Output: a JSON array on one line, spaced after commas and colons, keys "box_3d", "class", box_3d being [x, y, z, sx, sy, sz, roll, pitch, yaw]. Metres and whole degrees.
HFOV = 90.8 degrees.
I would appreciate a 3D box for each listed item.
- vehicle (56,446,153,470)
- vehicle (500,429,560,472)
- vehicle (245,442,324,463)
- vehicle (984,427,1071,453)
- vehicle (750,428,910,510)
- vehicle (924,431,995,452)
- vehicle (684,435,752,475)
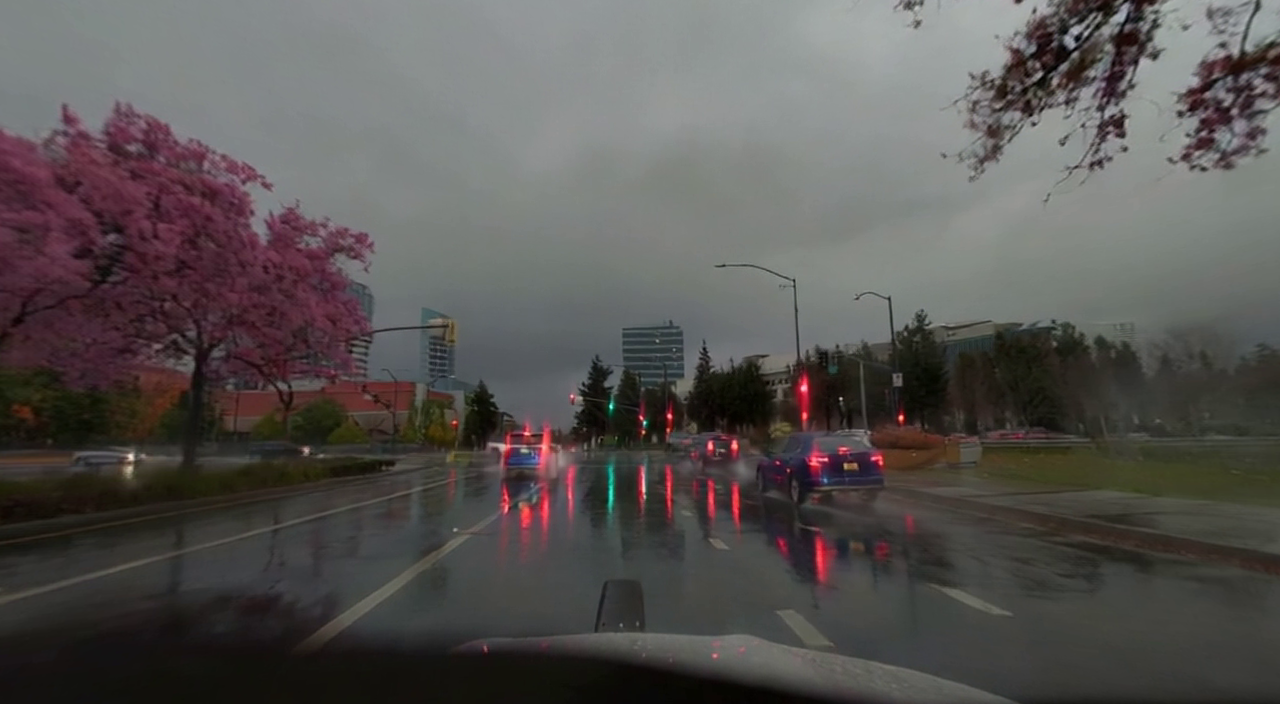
[{"box_3d": [-35.160, 6.938, 41.563, 4.526, 1.452, 1.920, 0, -8, -3], "class": "vehicle"}, {"box_3d": [-4.797, 4.363, 28.153, 1.995, 1.703, 4.367, 0, -8, -2], "class": "vehicle"}, {"box_3d": [-25.490, 7.187, 45.438, 4.549, 1.439, 1.794, 0, -8, -3], "class": "vehicle"}, {"box_3d": [25.350, 5.786, 41.424, 4.520, 1.640, 1.825, 0, -8, -3], "class": "vehicle"}, {"box_3d": [3.952, 2.505, 14.042, 2.019, 1.518, 4.285, 0, -8, -3], "class": "vehicle"}, {"box_3d": [22.769, 6.387, 45.050, 4.097, 1.436, 1.739, 0, -8, -3], "class": "vehicle"}, {"box_3d": [3.059, 4.179, 25.814, 2.007, 1.466, 4.291, 0, -8, -3], "class": "vehicle"}]
